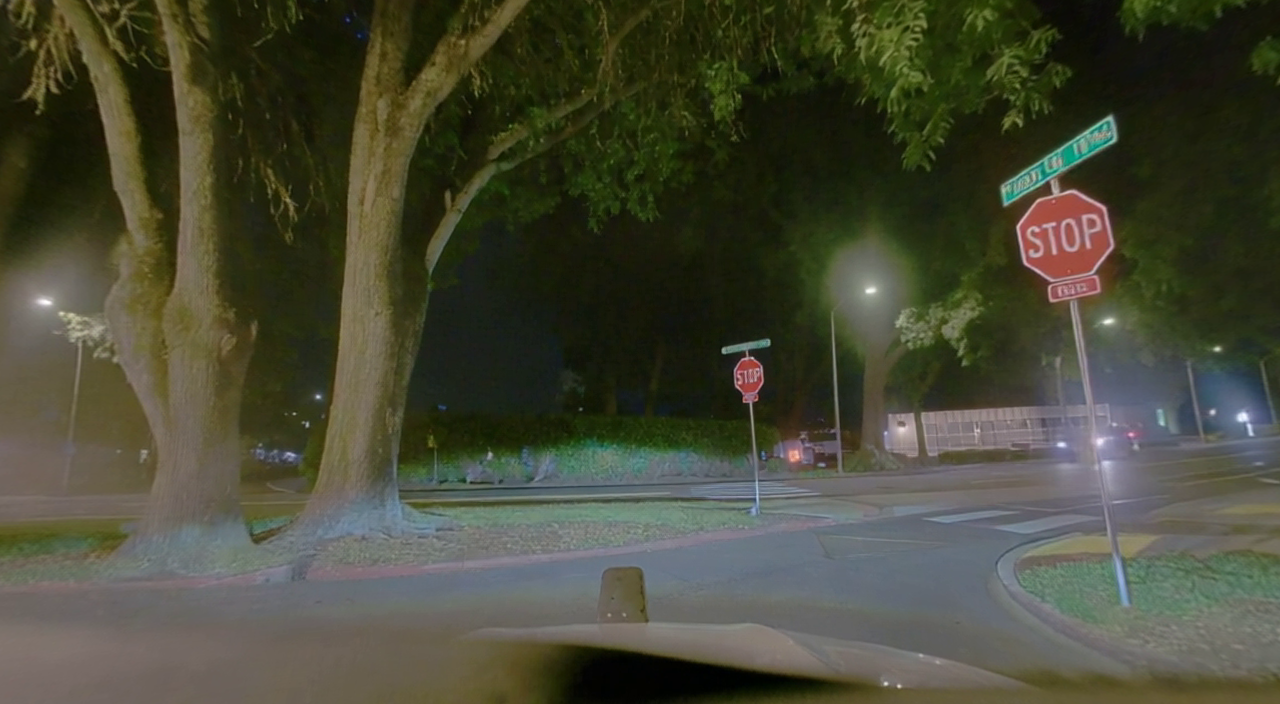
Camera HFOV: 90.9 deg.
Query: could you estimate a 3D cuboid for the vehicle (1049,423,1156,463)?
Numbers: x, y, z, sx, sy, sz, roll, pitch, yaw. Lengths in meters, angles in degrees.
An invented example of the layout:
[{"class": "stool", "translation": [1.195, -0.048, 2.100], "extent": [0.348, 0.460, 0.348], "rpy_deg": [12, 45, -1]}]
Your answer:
[{"class": "vehicle", "translation": [18.574, 3.656, 25.271], "extent": [4.473, 1.474, 2.108], "rpy_deg": [6, -10, -36]}]
